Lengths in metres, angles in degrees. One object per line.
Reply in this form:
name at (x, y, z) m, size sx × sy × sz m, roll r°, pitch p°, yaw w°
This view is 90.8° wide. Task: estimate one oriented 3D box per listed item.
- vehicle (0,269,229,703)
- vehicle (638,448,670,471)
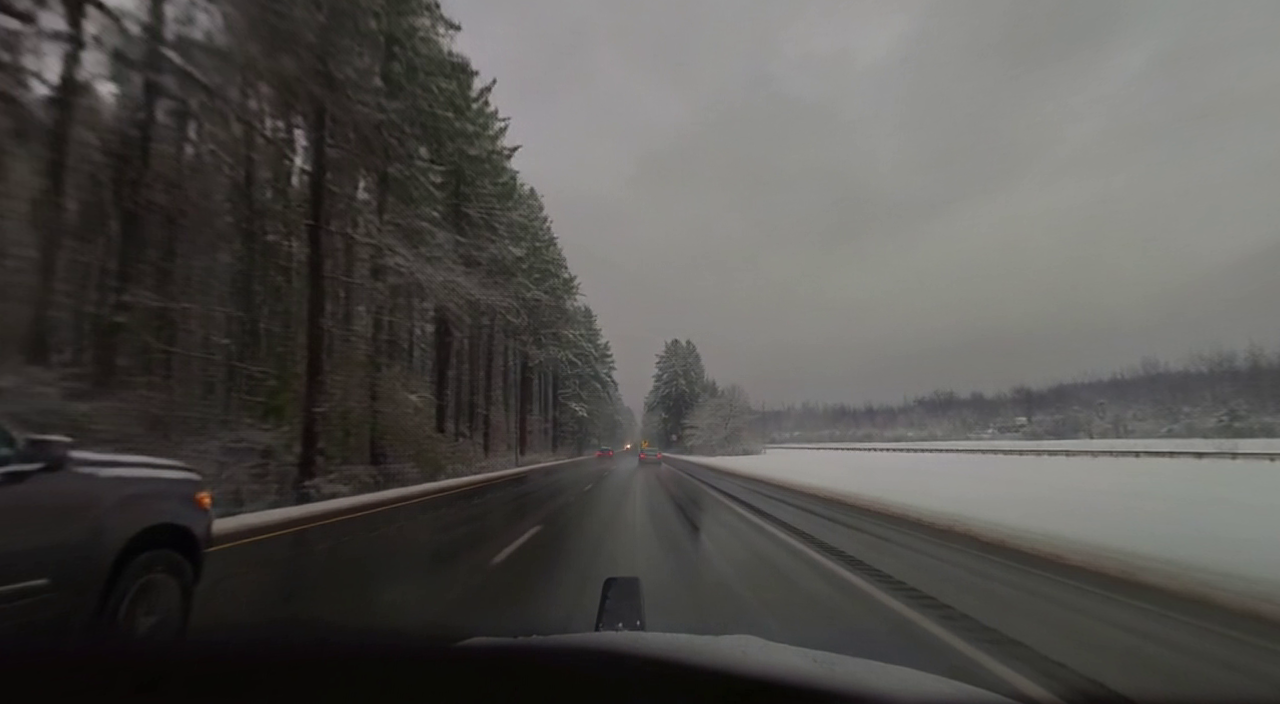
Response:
vehicle at (-3.783, 0.524, 1.339) m, size 2.418 × 2.049 × 4.930 m, roll 0°, pitch -9°, yaw 0°
vehicle at (0.884, 7.225, 42.612) m, size 2.046 × 1.452 × 4.407 m, roll 0°, pitch -9°, yaw -1°
